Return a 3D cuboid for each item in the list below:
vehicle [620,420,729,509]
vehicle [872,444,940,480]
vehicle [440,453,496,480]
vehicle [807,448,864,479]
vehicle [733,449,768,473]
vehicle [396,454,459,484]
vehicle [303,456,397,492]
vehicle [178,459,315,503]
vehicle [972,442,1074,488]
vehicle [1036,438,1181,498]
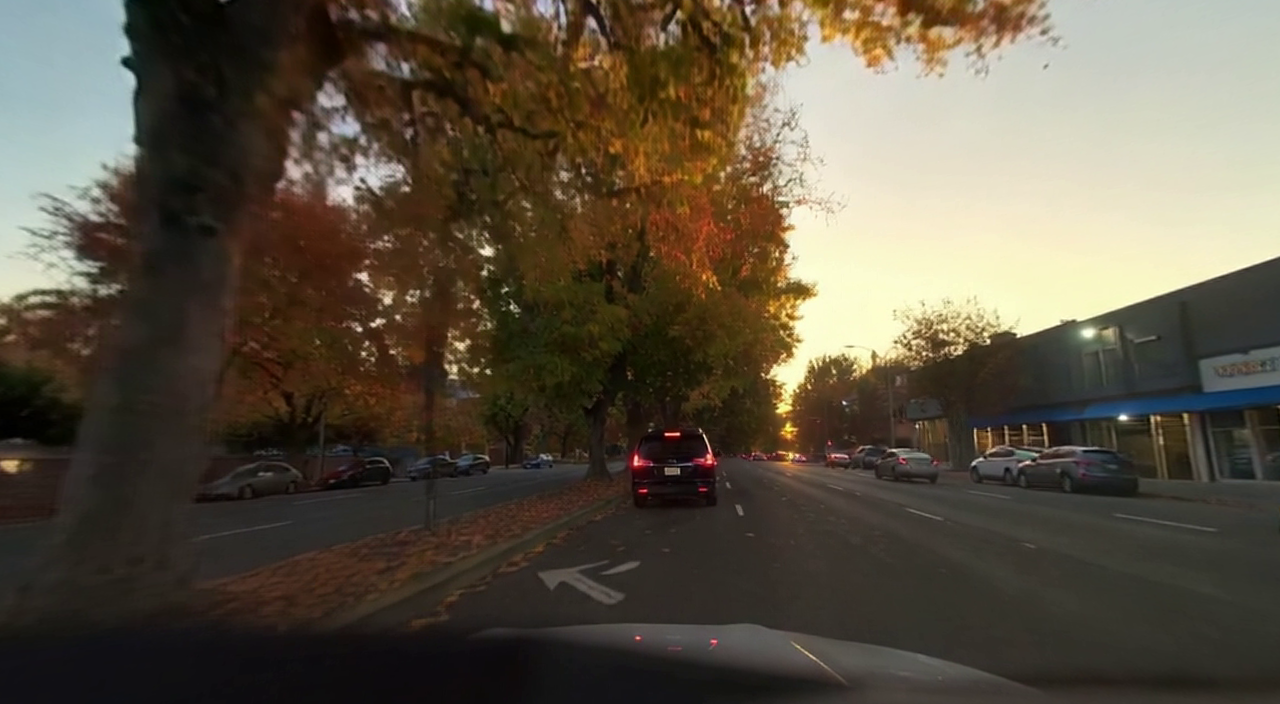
[{"bbox_3d":[1.029,2.759,15.897,2.344,1.863,4.665,-1,-9,7],"label":"vehicle"},{"bbox_3d":[13.862,5.716,33.139,2.040,1.738,4.414,-1,-9,6],"label":"vehicle"},{"bbox_3d":[-11.526,7.696,42.642,1.921,1.621,4.930,-1,-9,6],"label":"vehicle"},{"bbox_3d":[9.947,5.675,32.419,1.886,1.464,4.290,-1,-9,6],"label":"vehicle"},{"bbox_3d":[8.171,8.049,46.850,2.249,1.621,3.978,-1,-9,6],"label":"vehicle"},{"bbox_3d":[-12.380,6.815,37.036,1.947,1.558,4.065,-1,-9,5],"label":"vehicle"},{"bbox_3d":[-13.210,5.565,29.067,1.877,1.445,4.436,-1,-9,6],"label":"vehicle"},{"bbox_3d":[-14.108,4.620,22.951,1.797,1.351,4.300,-1,-9,8],"label":"vehicle"},{"bbox_3d":[16.018,4.712,26.688,1.938,1.755,4.415,-1,-9,7],"label":"vehicle"},{"bbox_3d":[15.489,3.821,21.165,2.076,1.759,3.970,-1,-9,7],"label":"vehicle"}]
